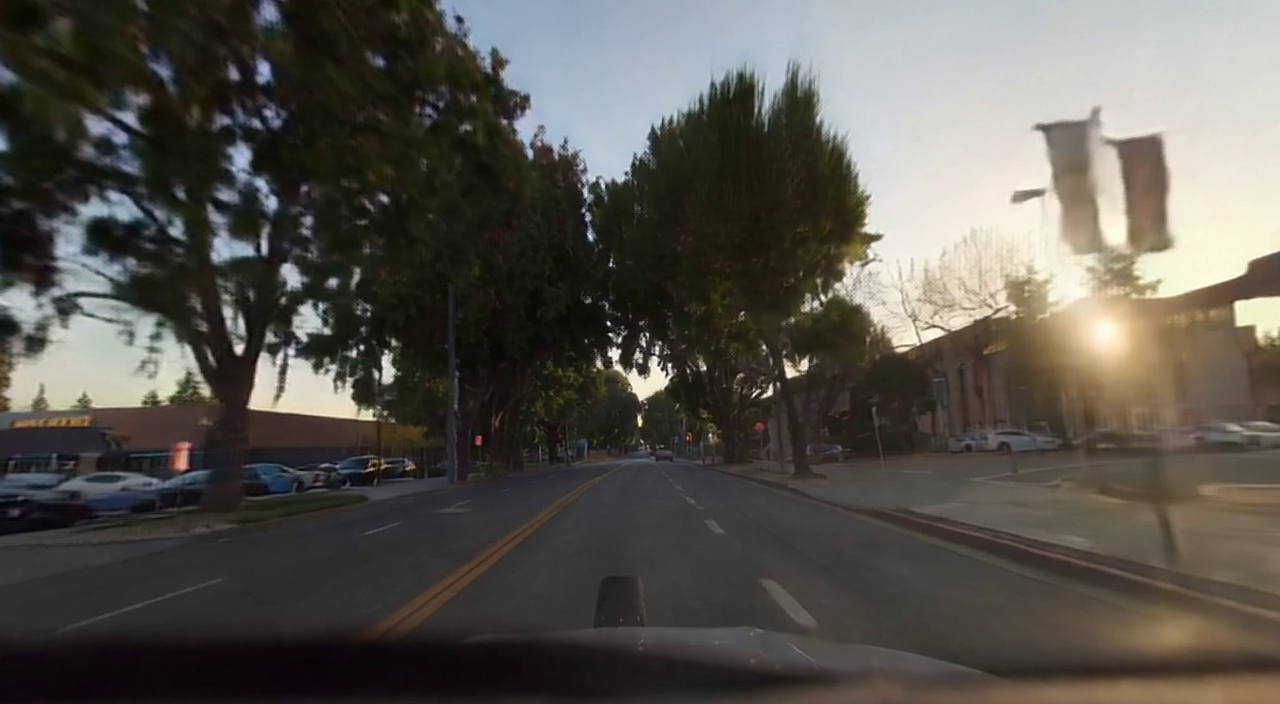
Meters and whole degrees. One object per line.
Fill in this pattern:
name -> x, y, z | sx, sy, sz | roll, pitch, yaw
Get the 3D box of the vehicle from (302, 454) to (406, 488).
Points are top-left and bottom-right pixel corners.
vehicle -> -15.259, 6.368, 33.857 | 4.579, 1.701, 2.033 | -1, -9, 1

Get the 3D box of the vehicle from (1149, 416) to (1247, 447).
vehicle -> 38.105, 5.474, 43.194 | 4.812, 1.717, 1.887 | -4, -9, -1

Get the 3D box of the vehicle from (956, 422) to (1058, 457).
vehicle -> 25.059, 6.014, 43.266 | 5.444, 1.901, 2.250 | -4, -9, -1

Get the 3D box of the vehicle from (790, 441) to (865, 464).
vehicle -> 12.167, 6.560, 41.239 | 4.404, 1.445, 1.844 | -2, -9, 9

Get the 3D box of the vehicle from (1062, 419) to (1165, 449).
vehicle -> 32.293, 5.649, 43.173 | 5.318, 1.849, 2.058 | -1, -9, -2

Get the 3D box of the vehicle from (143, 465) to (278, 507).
vehicle -> -15.948, 4.970, 23.584 | 3.771, 1.404, 1.639 | 0, -9, -2

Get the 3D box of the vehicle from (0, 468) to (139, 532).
vehicle -> -15.633, 3.753, 16.190 | 4.023, 1.475, 1.767 | 0, -9, 0
